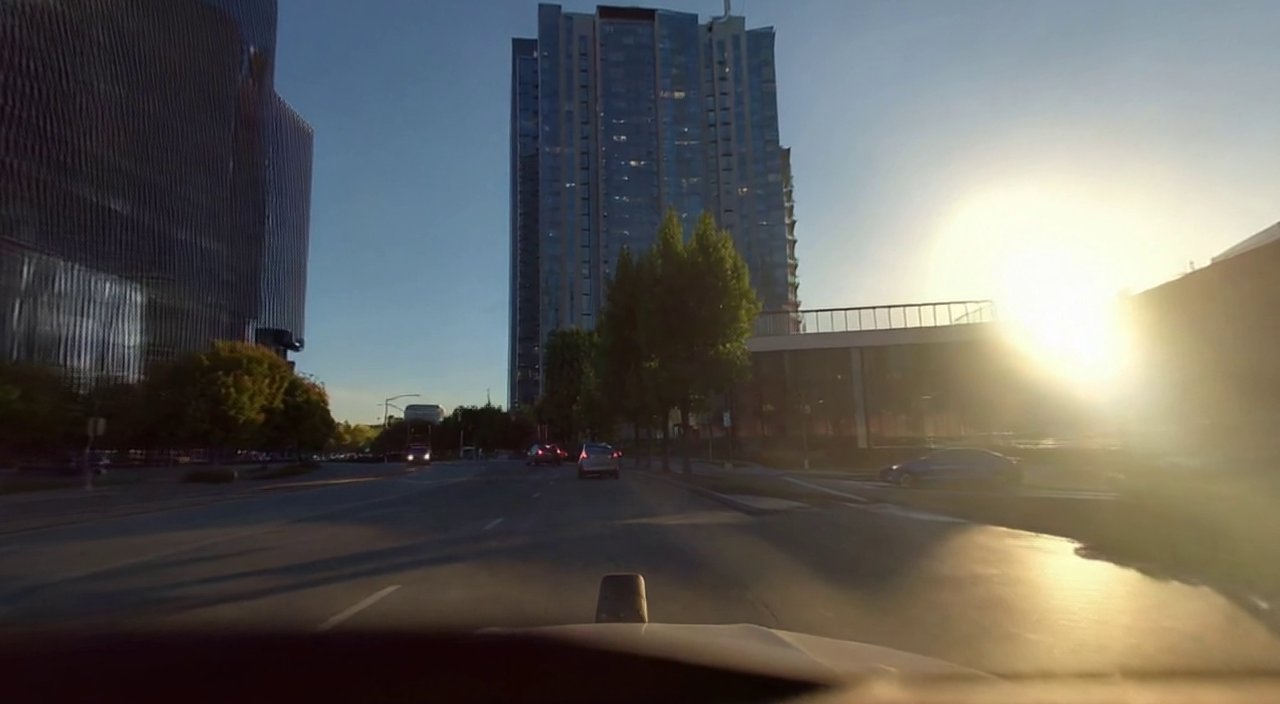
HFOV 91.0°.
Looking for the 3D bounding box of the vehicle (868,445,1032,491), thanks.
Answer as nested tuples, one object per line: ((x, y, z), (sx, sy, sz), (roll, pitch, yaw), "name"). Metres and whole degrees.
((10.726, 4.035, 22.117), (4.645, 1.505, 2.100), (-1, -9, 6), "vehicle")

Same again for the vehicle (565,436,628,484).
((-1.679, 4.128, 24.353), (2.183, 1.675, 4.319), (1, -8, -4), "vehicle")

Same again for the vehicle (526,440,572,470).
((-5.672, 6.321, 38.917), (2.121, 1.728, 4.161), (3, -9, -17), "vehicle")
